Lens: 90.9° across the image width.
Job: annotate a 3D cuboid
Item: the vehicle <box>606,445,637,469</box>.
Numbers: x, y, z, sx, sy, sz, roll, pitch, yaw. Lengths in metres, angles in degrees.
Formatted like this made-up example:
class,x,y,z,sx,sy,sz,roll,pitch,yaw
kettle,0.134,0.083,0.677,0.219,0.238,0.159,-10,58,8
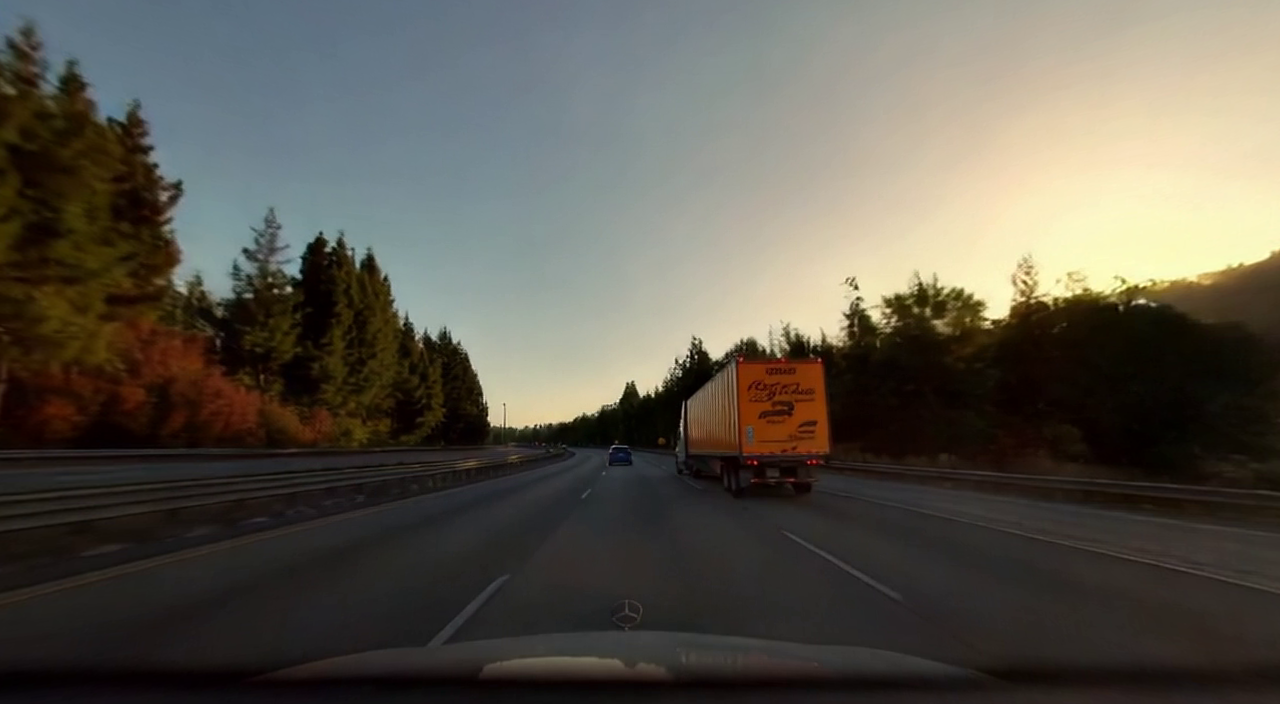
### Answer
class,x,y,z,sx,sy,sz,roll,pitch,yaw
vehicle,-1.183,6.856,41.219,1.913,1.460,3.610,0,-9,-1

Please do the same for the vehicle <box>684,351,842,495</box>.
class,x,y,z,sx,sy,sz,roll,pitch,yaw
vehicle,3.899,3.021,24.632,2.951,4.012,14.203,0,-9,-2
